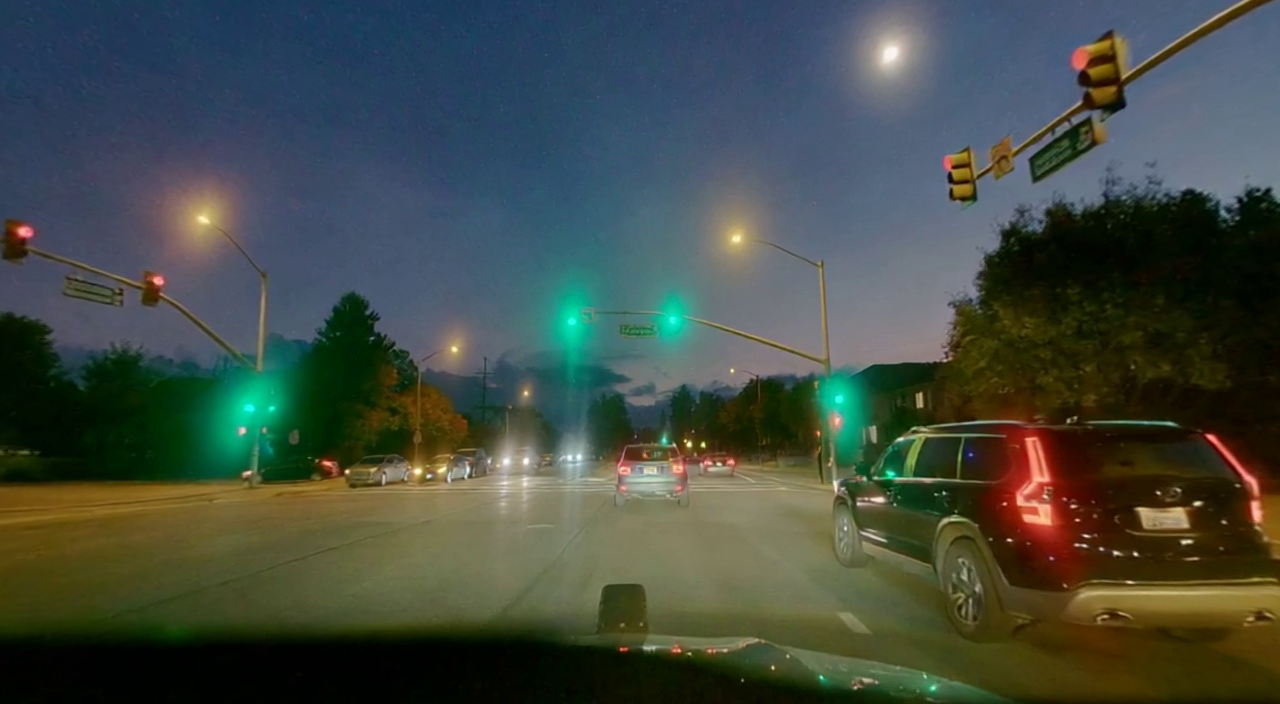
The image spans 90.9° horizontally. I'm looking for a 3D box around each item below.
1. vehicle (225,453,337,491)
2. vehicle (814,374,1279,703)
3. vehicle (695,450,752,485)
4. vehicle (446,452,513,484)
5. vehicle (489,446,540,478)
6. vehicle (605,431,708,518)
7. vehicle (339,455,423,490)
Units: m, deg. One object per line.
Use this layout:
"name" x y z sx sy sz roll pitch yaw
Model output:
"vehicle" -18.547 6.159 32.819 1.986 1.742 4.580 -5 -10 31
"vehicle" 3.294 1.339 5.624 2.166 1.799 4.372 0 -8 -1
"vehicle" 3.870 5.442 29.976 2.096 1.489 4.757 0 -9 1
"vehicle" -7.964 5.803 31.806 2.083 1.420 4.702 0 -9 1
"vehicle" -8.025 7.050 40.793 2.182 1.939 4.889 0 -8 1
"vehicle" 0.318 2.922 15.604 2.185 1.822 4.391 0 -8 -1
"vehicle" -11.954 5.551 29.395 1.959 1.450 4.487 0 -8 1
